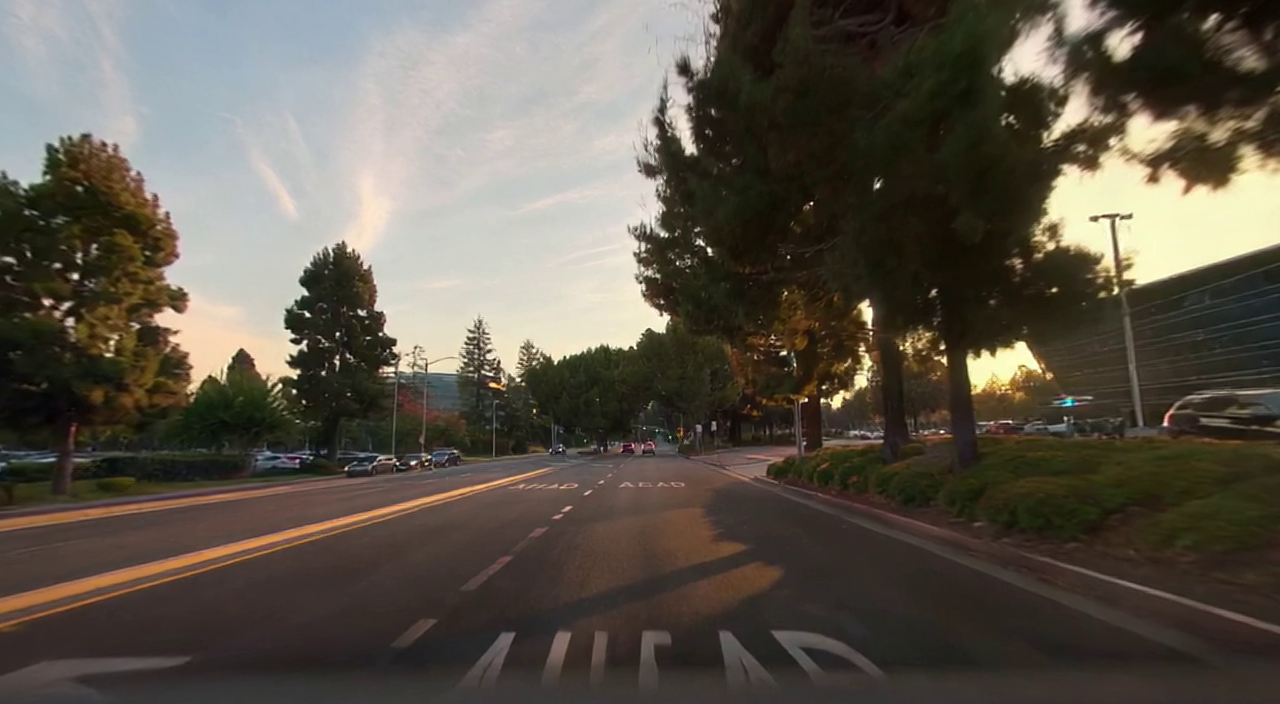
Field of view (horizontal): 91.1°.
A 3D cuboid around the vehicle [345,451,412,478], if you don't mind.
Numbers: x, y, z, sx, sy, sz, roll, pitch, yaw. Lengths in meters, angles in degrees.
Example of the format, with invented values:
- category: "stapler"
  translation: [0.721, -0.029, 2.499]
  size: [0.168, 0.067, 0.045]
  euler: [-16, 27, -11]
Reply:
- category: "vehicle"
  translation: [-16.862, 7.263, 40.780]
  size: [2.014, 1.515, 5.027]
  euler: [0, -8, 2]

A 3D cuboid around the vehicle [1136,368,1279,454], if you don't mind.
- category: "vehicle"
  translation: [12.527, 1.229, 12.374]
  size: [2.032, 1.528, 4.191]
  euler: [0, -8, 0]

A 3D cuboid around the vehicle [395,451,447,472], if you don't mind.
- category: "vehicle"
  translation: [-16.894, 8.481, 48.731]
  size: [1.955, 1.486, 5.112]
  euler: [0, -8, 3]
